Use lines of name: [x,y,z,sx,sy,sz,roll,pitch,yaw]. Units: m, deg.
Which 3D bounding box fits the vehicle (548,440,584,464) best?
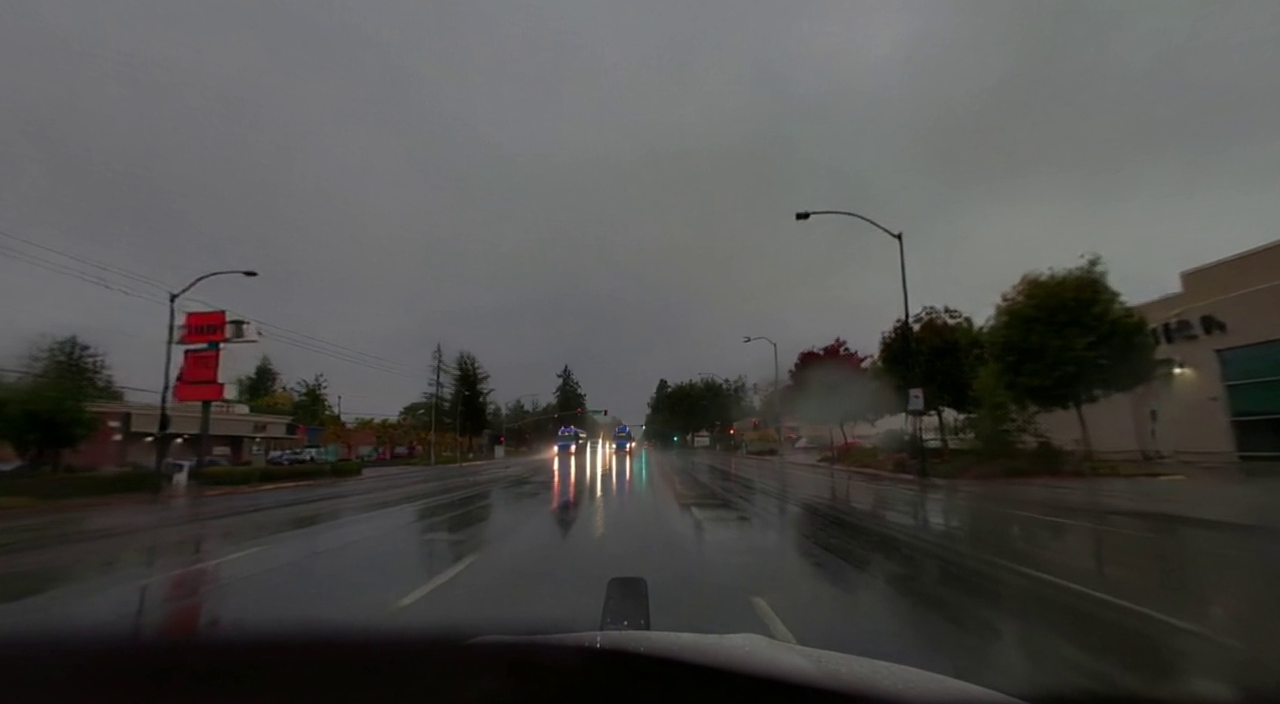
vehicle: [-5.609,7.669,48.384,2.179,1.750,4.621,0,-8,0]
